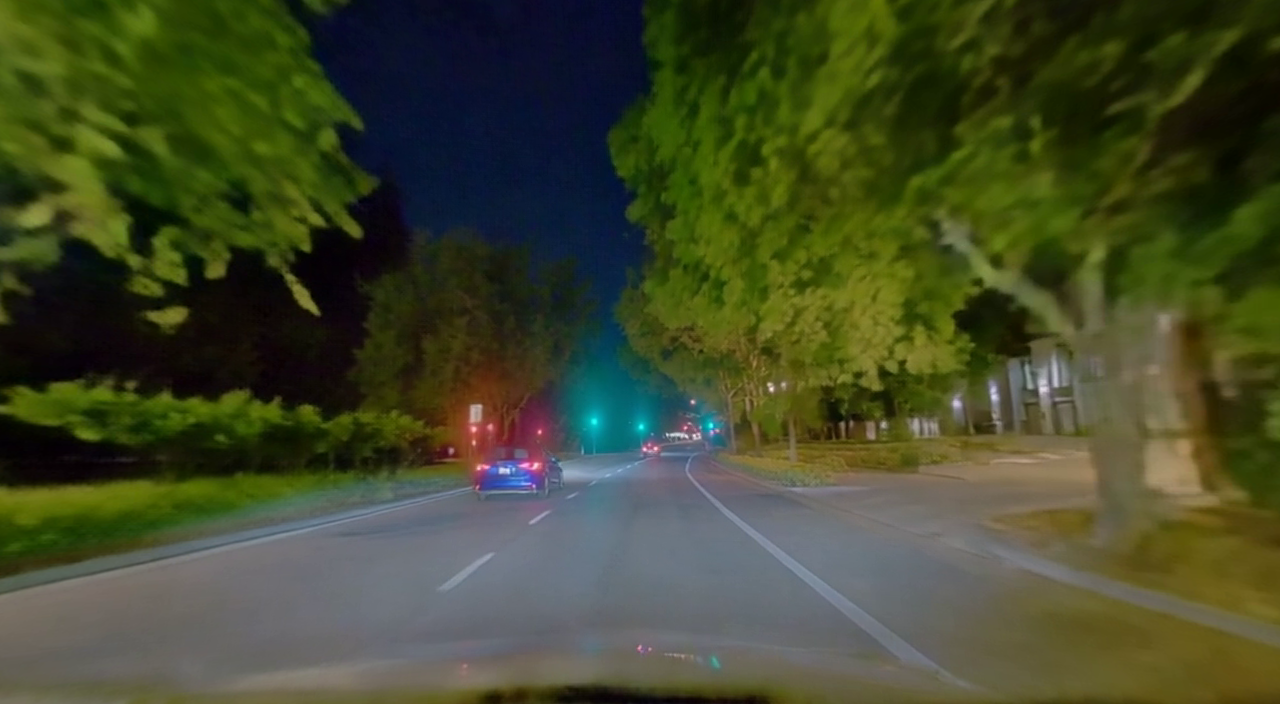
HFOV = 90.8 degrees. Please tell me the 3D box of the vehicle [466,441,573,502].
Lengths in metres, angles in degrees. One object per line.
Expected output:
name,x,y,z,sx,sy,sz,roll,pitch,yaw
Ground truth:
vehicle,-3.283,3.368,18.230,2.038,1.486,4.678,-1,-9,2
